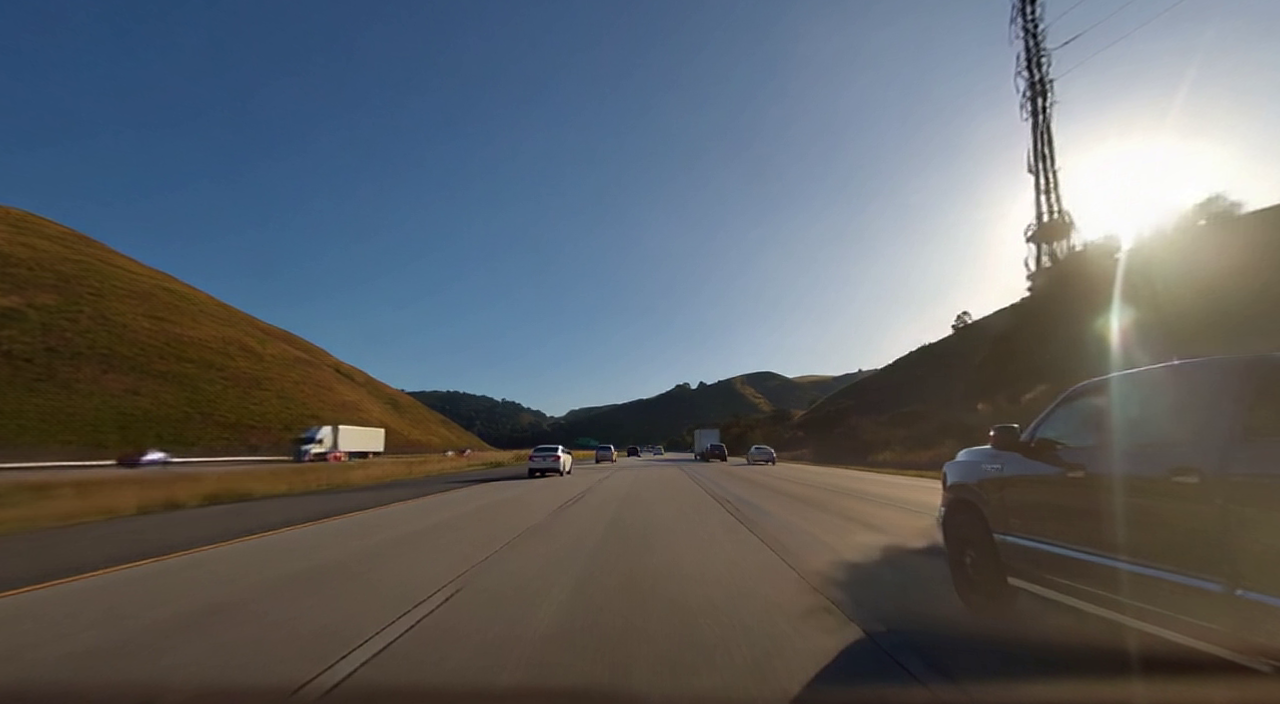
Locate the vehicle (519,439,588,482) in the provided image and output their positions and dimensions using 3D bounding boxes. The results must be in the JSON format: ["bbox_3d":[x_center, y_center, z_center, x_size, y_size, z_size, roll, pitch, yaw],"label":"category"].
[{"bbox_3d":[-3.507,4.513,26.565,2.113,1.636,4.494,-1,-8,2],"label":"vehicle"}]

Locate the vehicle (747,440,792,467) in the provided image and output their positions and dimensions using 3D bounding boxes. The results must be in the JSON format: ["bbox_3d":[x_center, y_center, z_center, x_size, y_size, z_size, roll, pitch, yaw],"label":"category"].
[{"bbox_3d":[8.383,6.578,41.097,1.986,1.633,4.430,0,-8,0],"label":"vehicle"}]

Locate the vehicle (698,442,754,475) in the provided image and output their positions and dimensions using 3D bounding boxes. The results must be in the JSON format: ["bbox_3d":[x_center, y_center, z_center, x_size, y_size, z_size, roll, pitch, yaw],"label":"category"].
[{"bbox_3d":[4.042,5.086,30.352,2.046,1.471,4.333,0,-8,0],"label":"vehicle"}]

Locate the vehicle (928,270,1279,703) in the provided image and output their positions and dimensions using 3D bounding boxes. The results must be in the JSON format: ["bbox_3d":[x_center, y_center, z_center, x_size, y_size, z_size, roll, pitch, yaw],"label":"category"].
[{"bbox_3d":[3.446,0.703,2.636,2.098,1.925,5.171,0,-8,1],"label":"vehicle"}]
